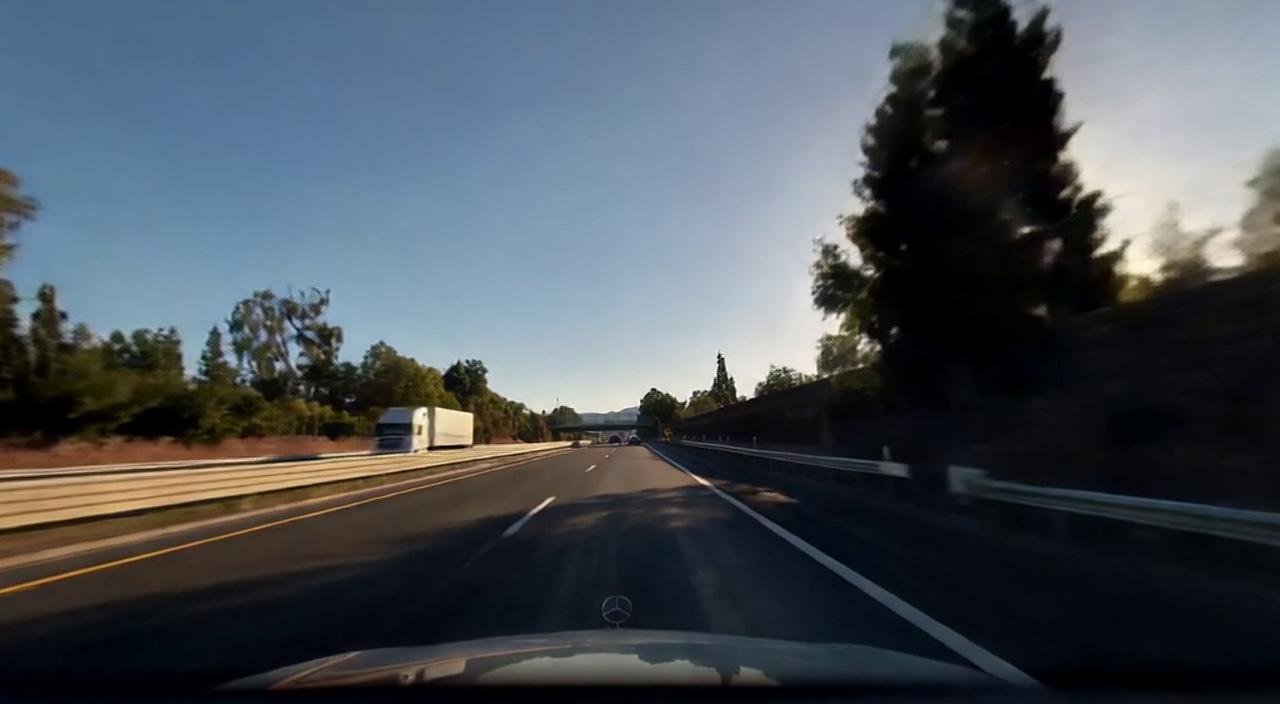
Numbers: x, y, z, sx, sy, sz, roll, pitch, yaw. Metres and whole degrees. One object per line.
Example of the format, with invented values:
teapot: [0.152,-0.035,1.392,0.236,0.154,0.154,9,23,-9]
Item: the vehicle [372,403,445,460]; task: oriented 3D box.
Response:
vehicle: [-17.008,5.910,46.871,3.172,3.915,5.914,0,-8,-1]
